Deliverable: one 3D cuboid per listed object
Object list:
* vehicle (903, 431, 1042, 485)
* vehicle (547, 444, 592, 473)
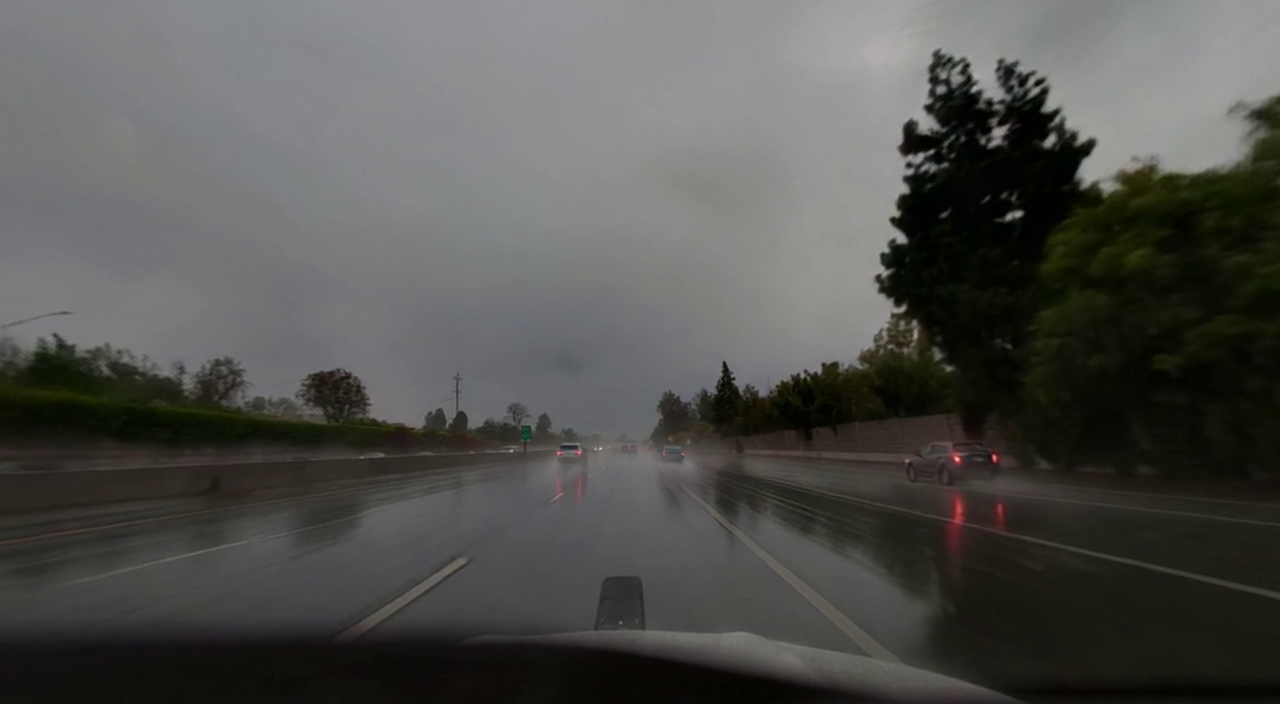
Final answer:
[{"bbox_3d":[12.240,3.964,23.799,2.344,1.783,5.196,0,-9,-1],"label":"vehicle"},{"bbox_3d":[-3.940,6.033,36.006,2.052,1.510,4.301,0,-9,0],"label":"vehicle"}]
